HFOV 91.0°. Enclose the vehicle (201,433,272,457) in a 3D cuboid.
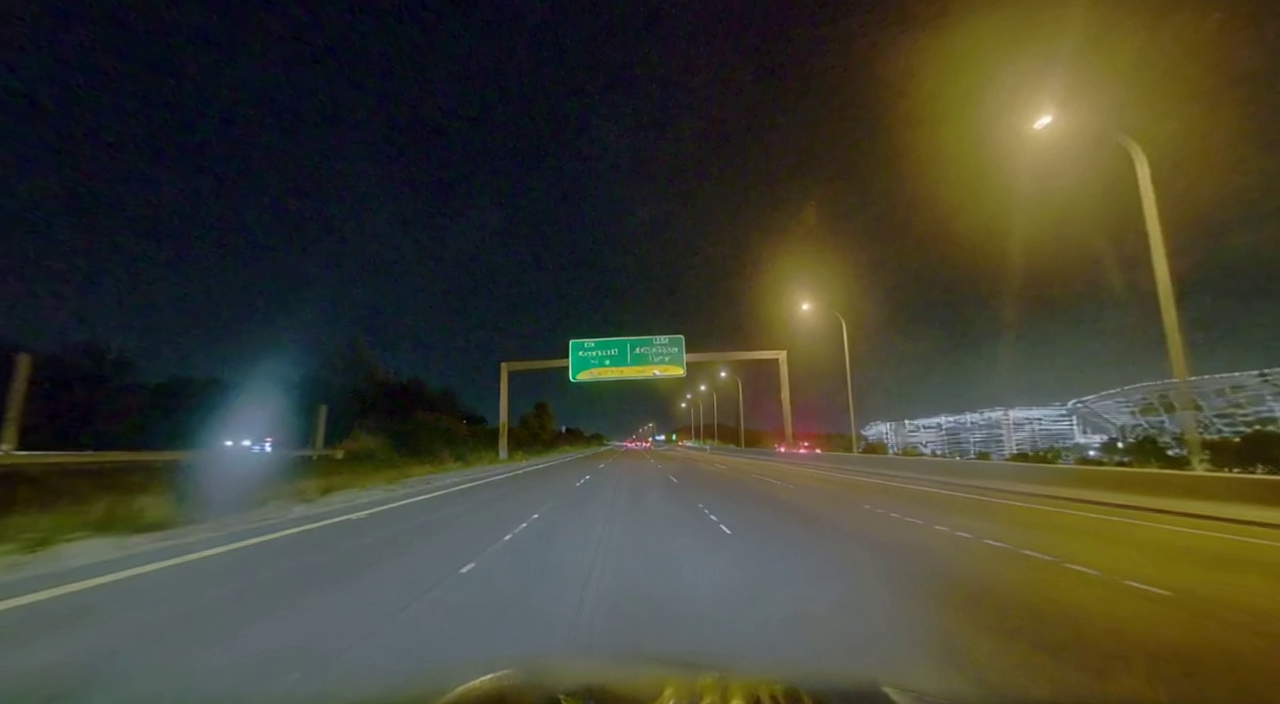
[{"bbox_3d":[-27.352,6.331,42.891,2.072,1.548,4.290,0,-8,-2],"label":"vehicle"}]
